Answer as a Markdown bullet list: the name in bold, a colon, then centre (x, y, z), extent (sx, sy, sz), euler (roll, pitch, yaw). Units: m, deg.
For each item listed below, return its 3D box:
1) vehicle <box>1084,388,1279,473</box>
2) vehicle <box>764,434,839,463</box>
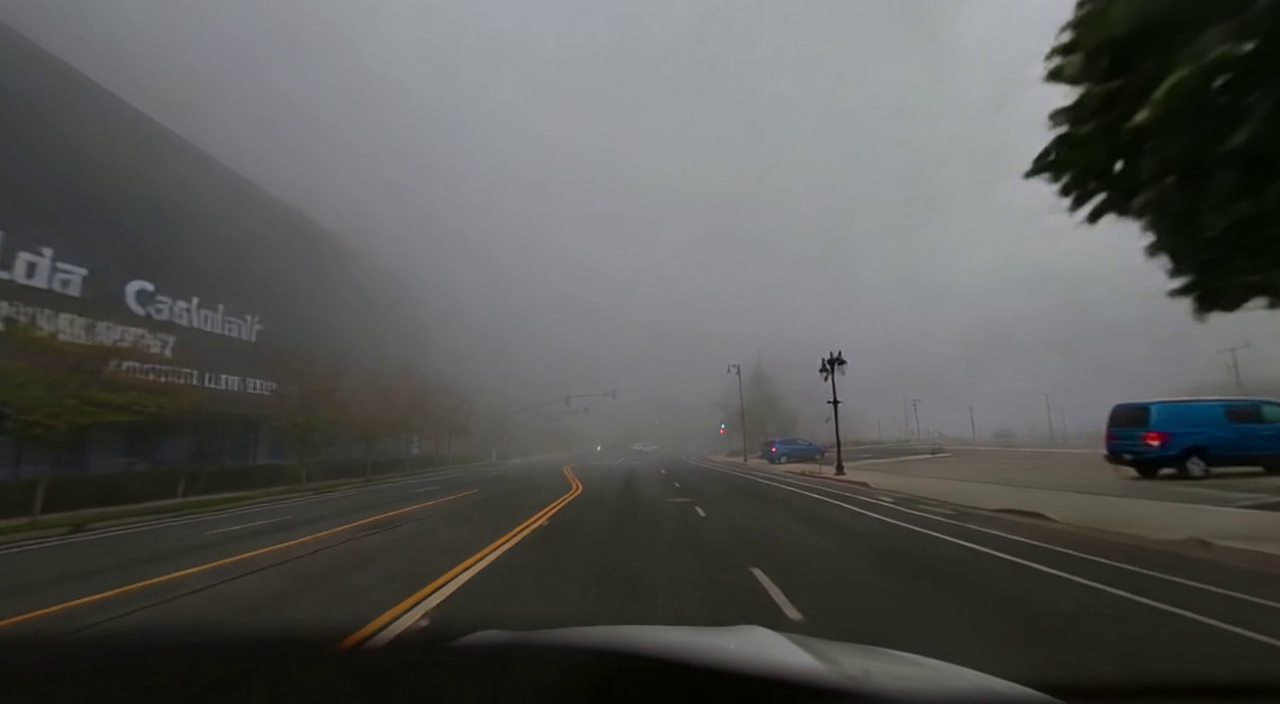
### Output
- **vehicle**: centre (15.733, 2.144, 17.011), extent (5.546, 2.117, 2.443), euler (0, -9, -1)
- **vehicle**: centre (10.609, 6.325, 41.284), extent (4.635, 1.821, 2.087), euler (6, -10, -32)
